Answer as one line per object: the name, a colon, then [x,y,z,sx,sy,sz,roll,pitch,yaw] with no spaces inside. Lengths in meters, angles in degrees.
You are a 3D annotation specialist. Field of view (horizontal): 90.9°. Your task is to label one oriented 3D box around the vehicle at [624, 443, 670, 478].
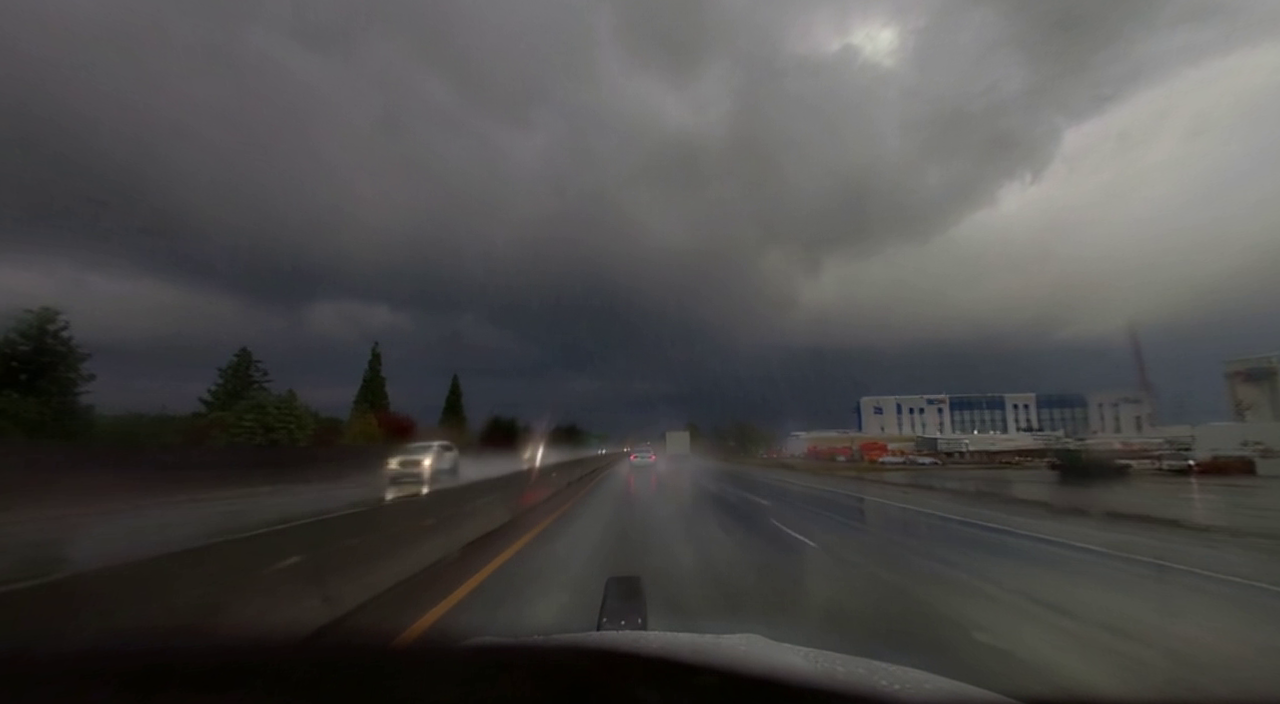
vehicle: [0.293,5.114,30.011,2.045,1.527,4.023,0,-9,0]
